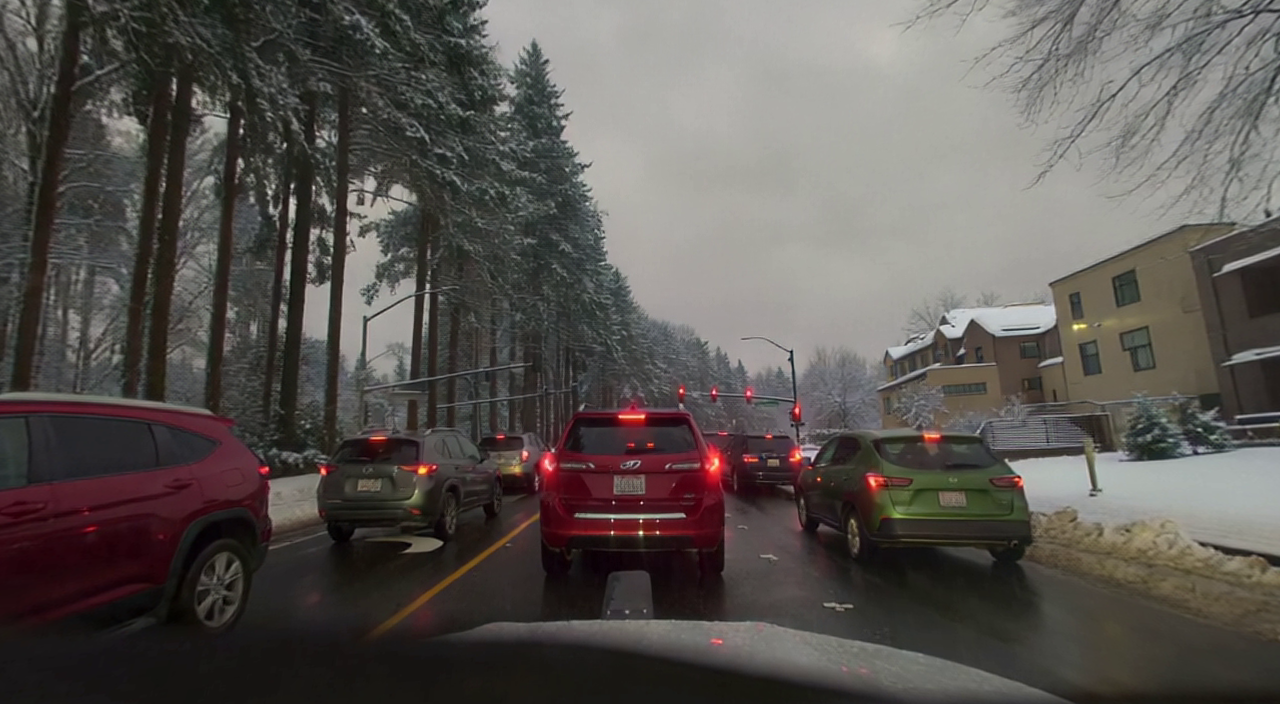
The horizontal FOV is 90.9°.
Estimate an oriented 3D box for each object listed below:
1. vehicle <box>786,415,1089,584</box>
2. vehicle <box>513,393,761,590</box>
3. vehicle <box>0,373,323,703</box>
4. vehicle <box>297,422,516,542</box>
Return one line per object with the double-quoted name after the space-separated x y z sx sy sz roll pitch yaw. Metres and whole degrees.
3.255 1.668 7.862 1.922 1.579 3.642 0 -8 -1 "vehicle"
-0.010 1.535 7.695 2.193 1.744 4.033 0 -8 1 "vehicle"
-3.782 0.995 3.298 1.929 1.641 4.193 0 -8 2 "vehicle"
-3.662 2.117 10.918 2.042 1.641 4.314 0 -8 1 "vehicle"
